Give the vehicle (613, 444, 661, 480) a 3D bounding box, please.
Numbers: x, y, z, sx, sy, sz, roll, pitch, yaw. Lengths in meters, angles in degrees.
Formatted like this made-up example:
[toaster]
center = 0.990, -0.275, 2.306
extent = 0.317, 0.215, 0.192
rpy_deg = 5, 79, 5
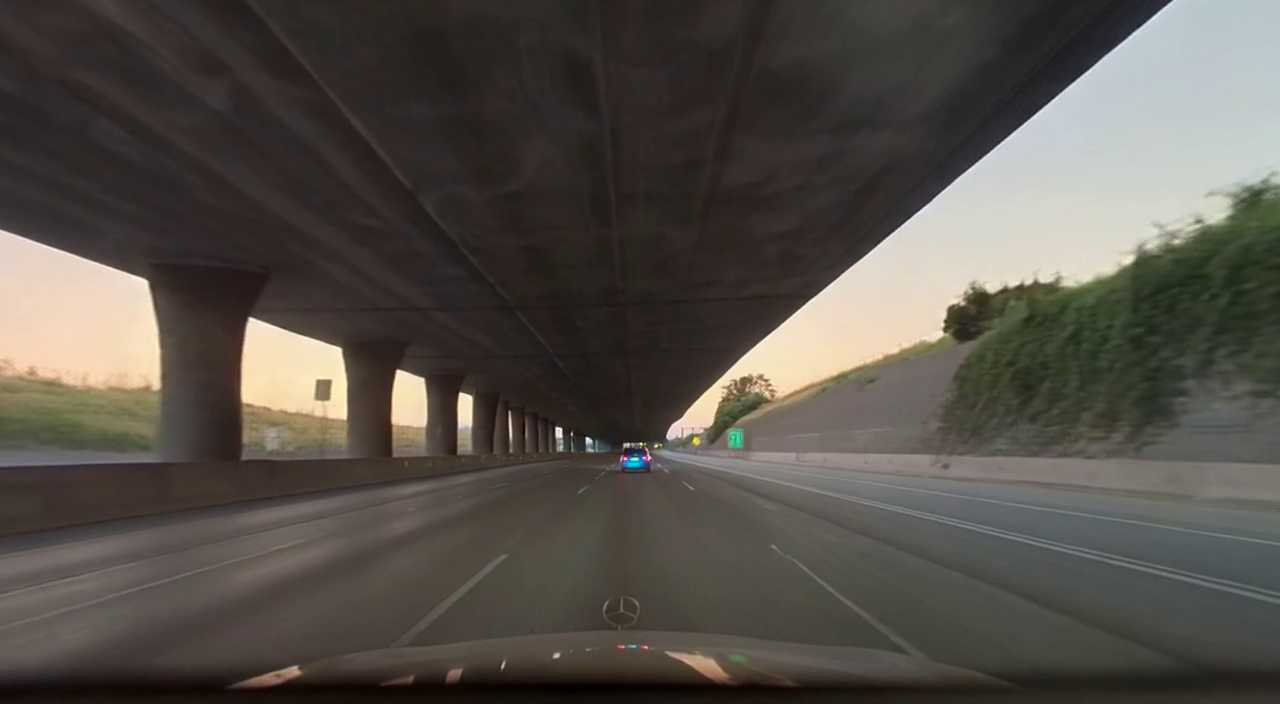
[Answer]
[vehicle]
center = -0.182, 5.059, 29.186
extent = 2.055, 1.501, 4.321
rpy_deg = 0, -9, -1
